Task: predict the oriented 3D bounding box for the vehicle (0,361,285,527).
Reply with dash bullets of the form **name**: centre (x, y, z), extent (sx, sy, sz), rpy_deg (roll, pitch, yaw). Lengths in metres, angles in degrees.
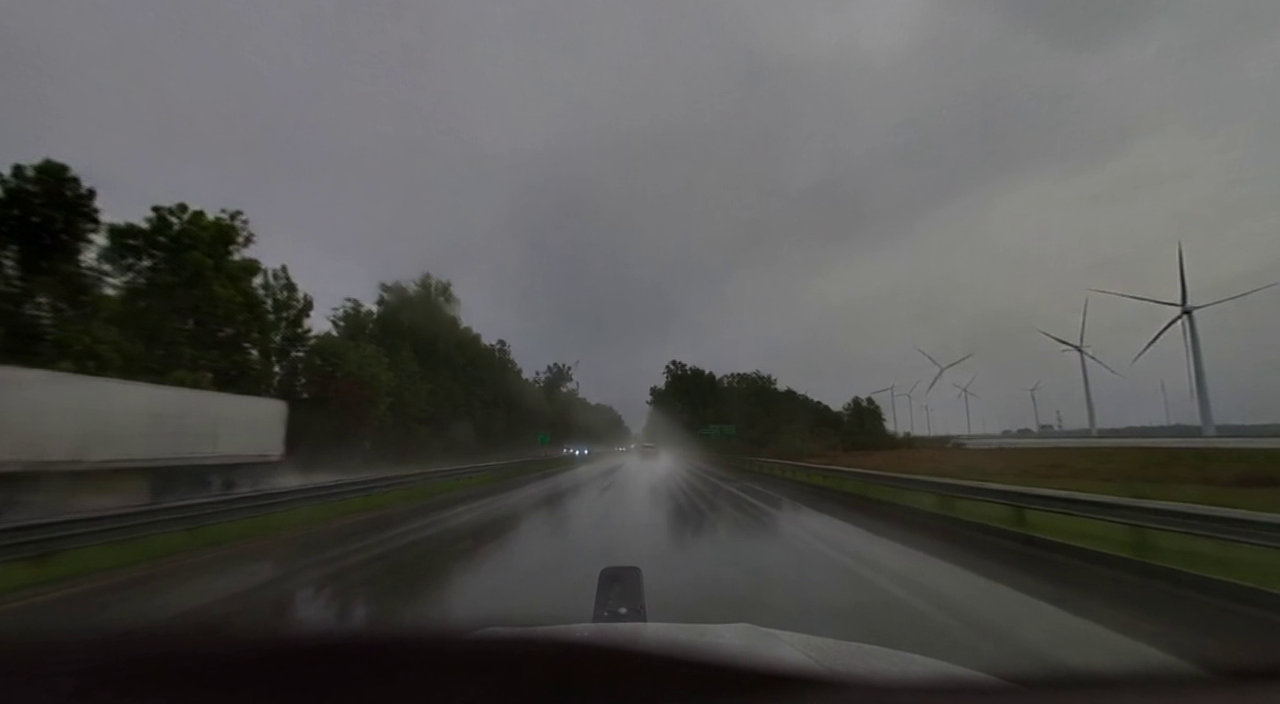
- **vehicle**: centre (-16.179, 2.797, 18.794), extent (3.075, 3.796, 13.505), rpy_deg (0, -9, 1)
